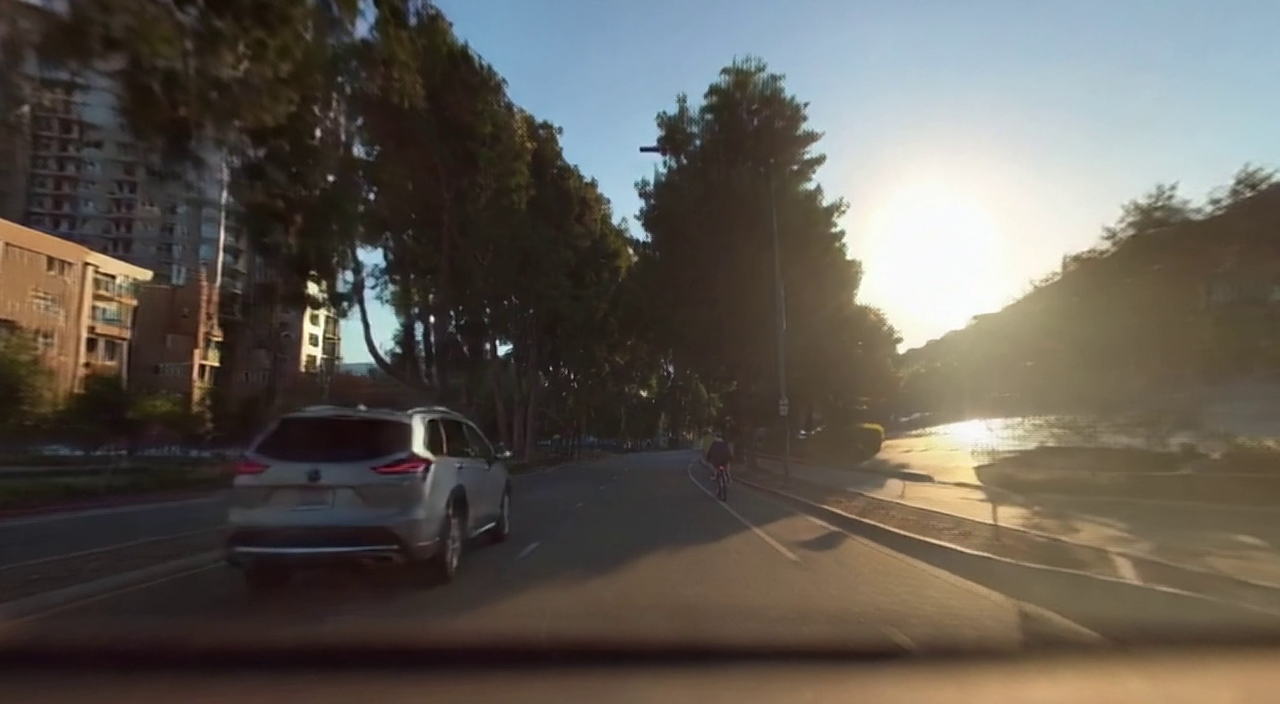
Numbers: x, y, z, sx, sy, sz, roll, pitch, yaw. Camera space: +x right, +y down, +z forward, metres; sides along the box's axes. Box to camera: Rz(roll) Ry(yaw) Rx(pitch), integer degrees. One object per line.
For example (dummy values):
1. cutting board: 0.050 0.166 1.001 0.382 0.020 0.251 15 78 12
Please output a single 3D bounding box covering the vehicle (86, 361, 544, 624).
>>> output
1. vehicle: -2.718 1.377 7.123 2.294 1.859 5.127 -1 -9 2
